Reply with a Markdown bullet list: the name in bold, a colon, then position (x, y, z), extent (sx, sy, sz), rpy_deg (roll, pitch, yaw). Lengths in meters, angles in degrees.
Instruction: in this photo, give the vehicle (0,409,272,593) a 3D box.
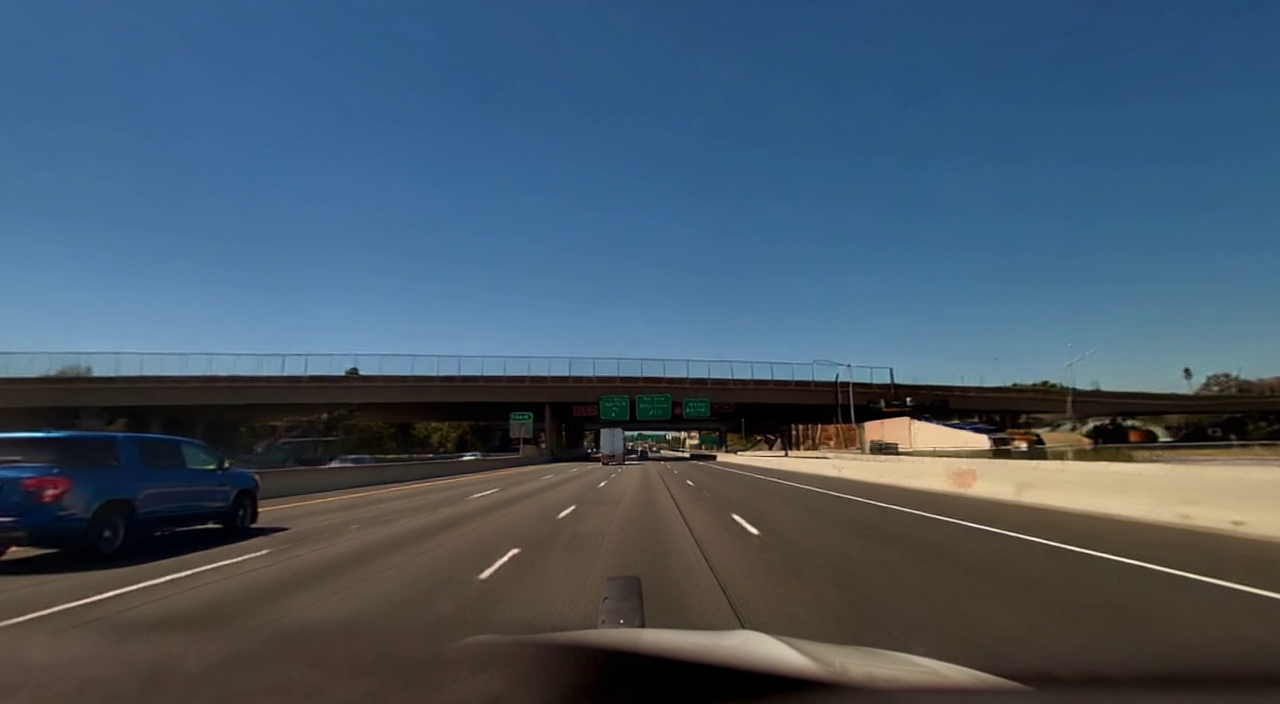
- **vehicle**: position (-7.160, 1.707, 7.858), extent (2.168, 1.729, 4.724), rpy_deg (0, -9, 1)
